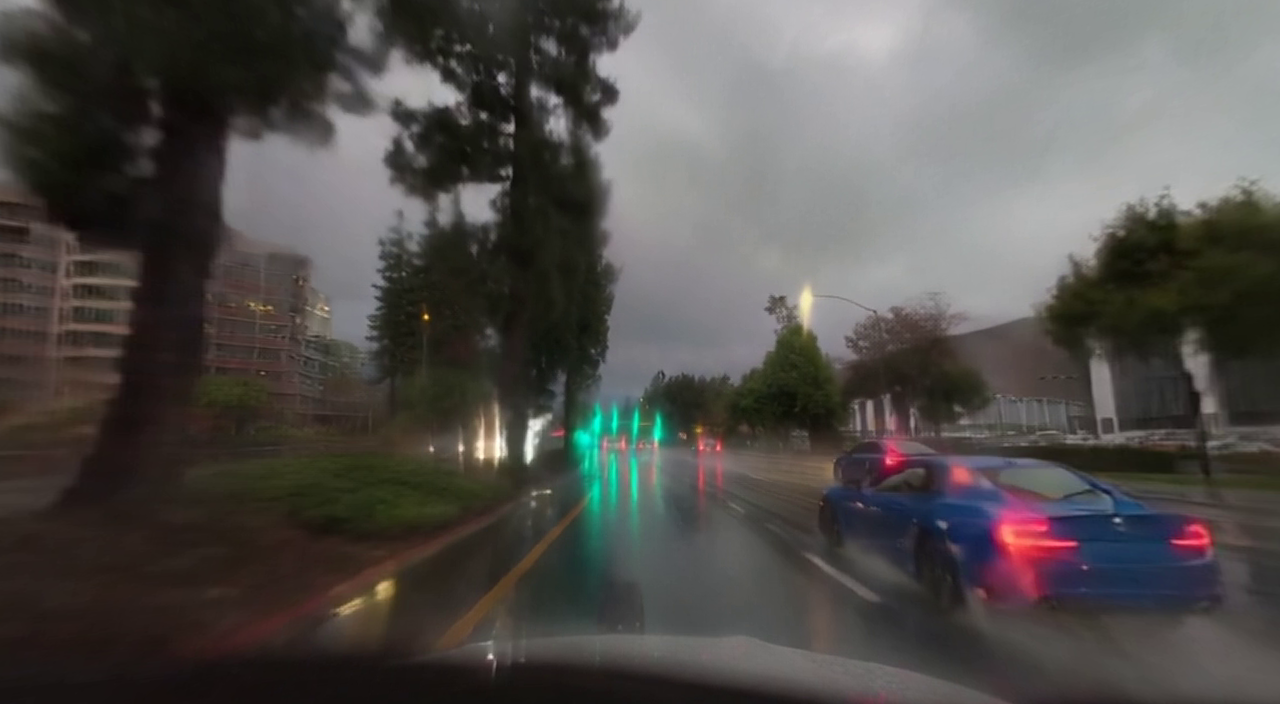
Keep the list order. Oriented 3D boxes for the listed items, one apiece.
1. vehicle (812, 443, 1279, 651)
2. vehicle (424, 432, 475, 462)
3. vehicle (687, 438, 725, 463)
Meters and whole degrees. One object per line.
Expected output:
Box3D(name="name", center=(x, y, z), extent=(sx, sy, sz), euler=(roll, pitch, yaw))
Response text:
Box3D(name="vehicle", center=(3.418, 1.620, 6.434), extent=(1.990, 1.347, 4.388), euler=(0, -8, -2))
Box3D(name="vehicle", center=(-11.757, 5.910, 39.288), extent=(2.048, 1.738, 4.520), euler=(1, -8, -4))
Box3D(name="vehicle", center=(4.660, 7.085, 45.462), extent=(1.931, 1.685, 4.054), euler=(1, -8, -6))
